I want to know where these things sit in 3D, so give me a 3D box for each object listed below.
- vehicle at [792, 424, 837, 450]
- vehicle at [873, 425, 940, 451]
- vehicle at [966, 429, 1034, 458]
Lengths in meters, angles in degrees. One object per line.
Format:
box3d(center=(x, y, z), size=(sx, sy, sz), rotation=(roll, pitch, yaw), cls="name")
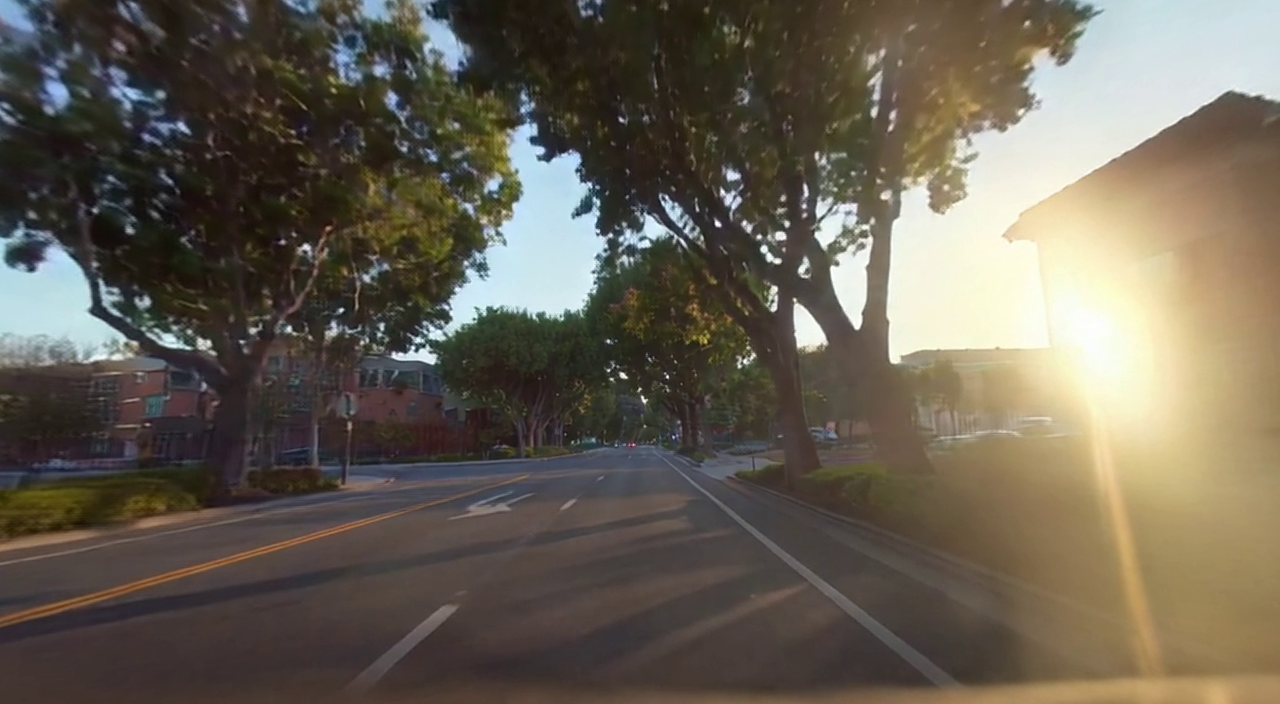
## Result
box3d(center=(11.949, 5.915, 43.559), size=(2.036, 1.636, 4.995), rotation=(0, -8, 5), cls="vehicle")
box3d(center=(15.367, 5.028, 36.608), size=(1.866, 1.420, 4.447), rotation=(0, -8, 0), cls="vehicle")
box3d(center=(20.750, 5.302, 36.528), size=(1.766, 1.560, 3.695), rotation=(0, -8, 0), cls="vehicle")
